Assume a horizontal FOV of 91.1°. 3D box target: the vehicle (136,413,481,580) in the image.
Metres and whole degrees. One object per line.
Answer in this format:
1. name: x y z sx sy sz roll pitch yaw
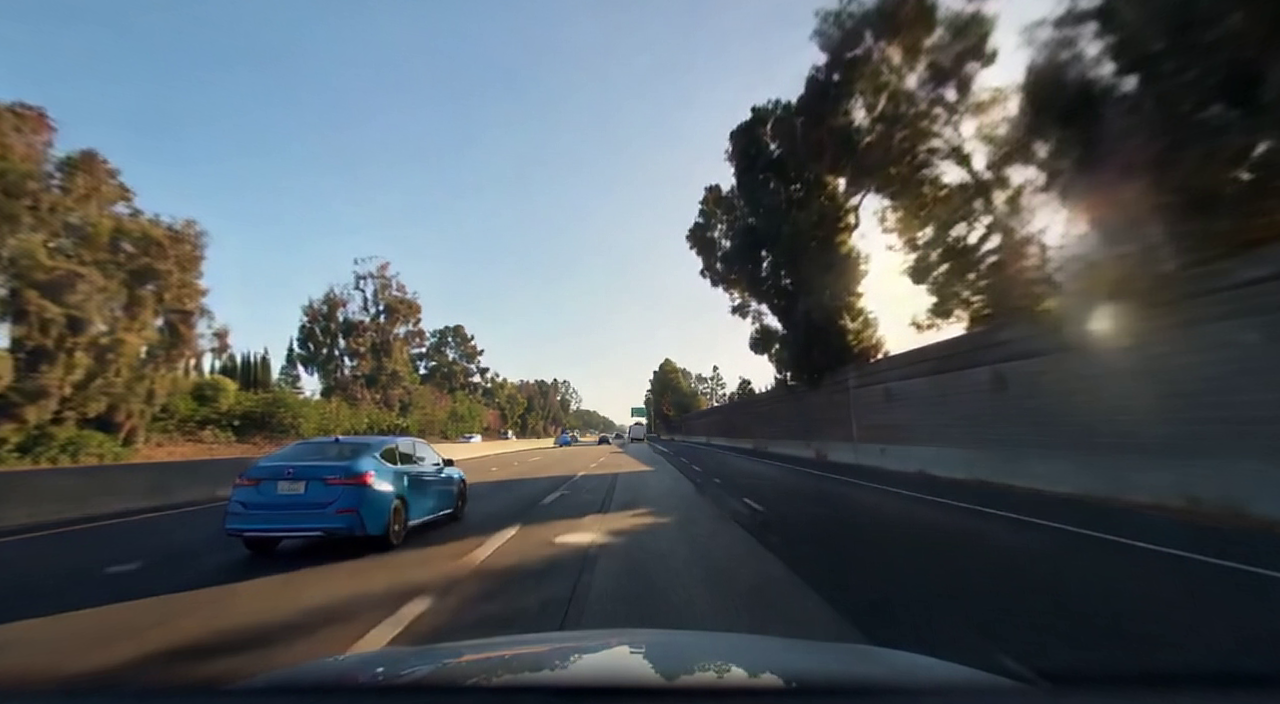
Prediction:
1. vehicle: -3.511 1.579 7.712 2.079 1.500 3.881 0 -8 0
